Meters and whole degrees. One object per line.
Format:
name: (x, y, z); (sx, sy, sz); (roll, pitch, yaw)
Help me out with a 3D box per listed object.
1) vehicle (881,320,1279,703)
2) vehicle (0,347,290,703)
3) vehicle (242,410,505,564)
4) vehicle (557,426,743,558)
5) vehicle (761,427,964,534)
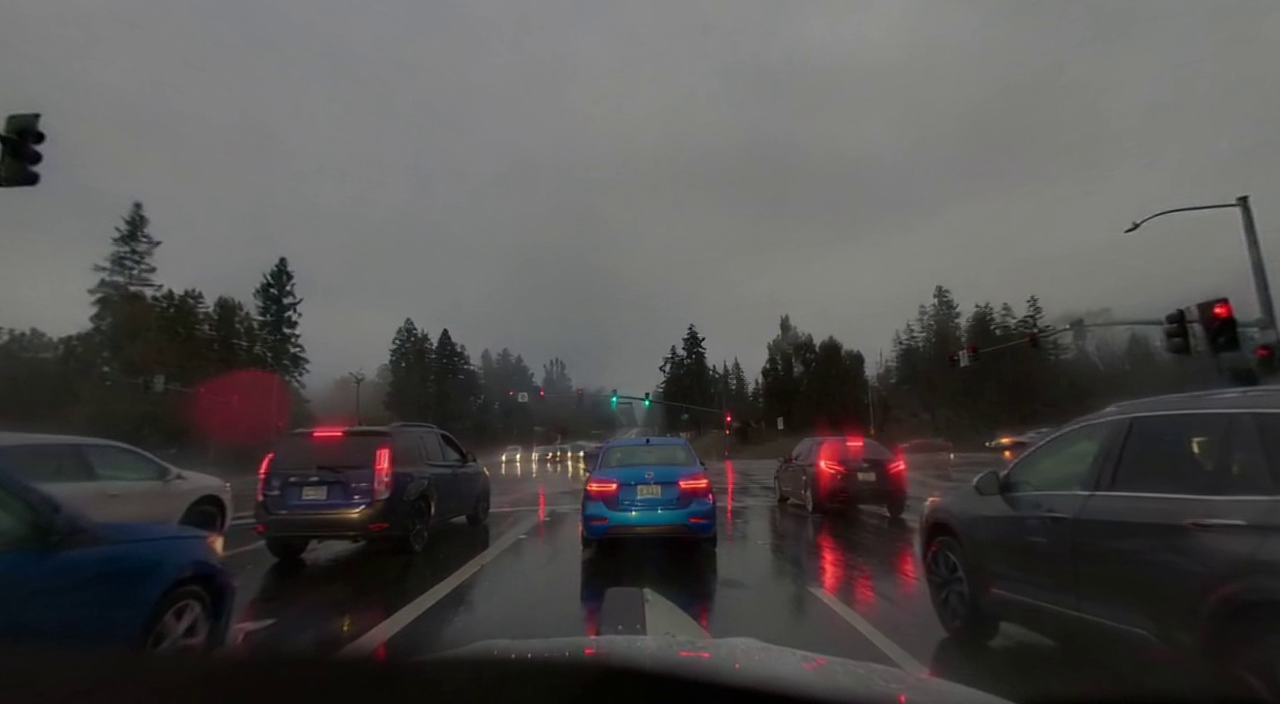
vehicle: (3.233, 0.922, 3.289); (2.178, 1.691, 4.314); (0, -9, -1)
vehicle: (-3.355, 0.759, 1.907); (2.034, 1.655, 4.465); (0, -9, 0)
vehicle: (-3.427, 1.828, 9.221); (1.958, 1.693, 4.242); (0, -9, 0)
vehicle: (0.056, 1.900, 9.275); (2.114, 1.482, 4.056); (0, -9, -2)
vehicle: (3.535, 2.132, 11.082); (1.874, 1.487, 4.404); (0, -9, -1)
